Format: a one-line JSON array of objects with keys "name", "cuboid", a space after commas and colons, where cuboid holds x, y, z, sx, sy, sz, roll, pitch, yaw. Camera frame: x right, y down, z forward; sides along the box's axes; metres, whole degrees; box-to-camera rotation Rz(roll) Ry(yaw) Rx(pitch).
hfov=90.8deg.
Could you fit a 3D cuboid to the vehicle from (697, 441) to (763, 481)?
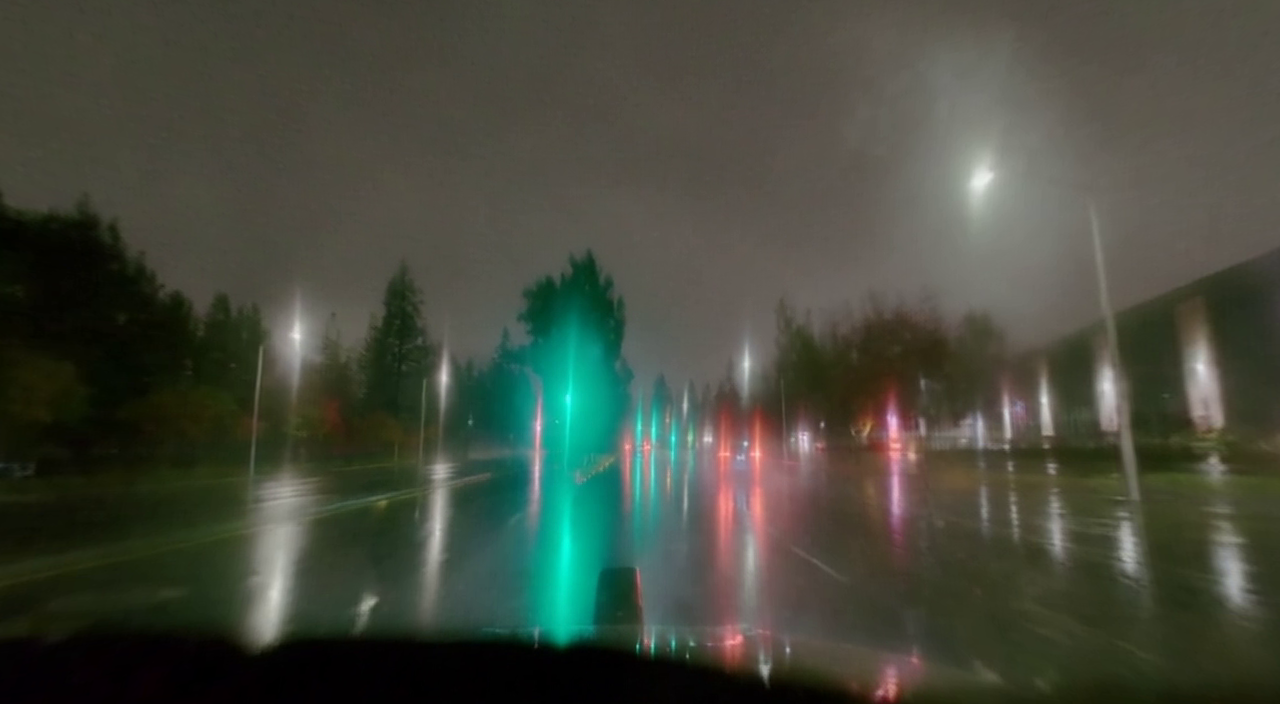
[{"name": "vehicle", "cuboid": [3.638, 4.505, 26.415, 1.948, 1.479, 4.620, 0, -9, -2]}]
